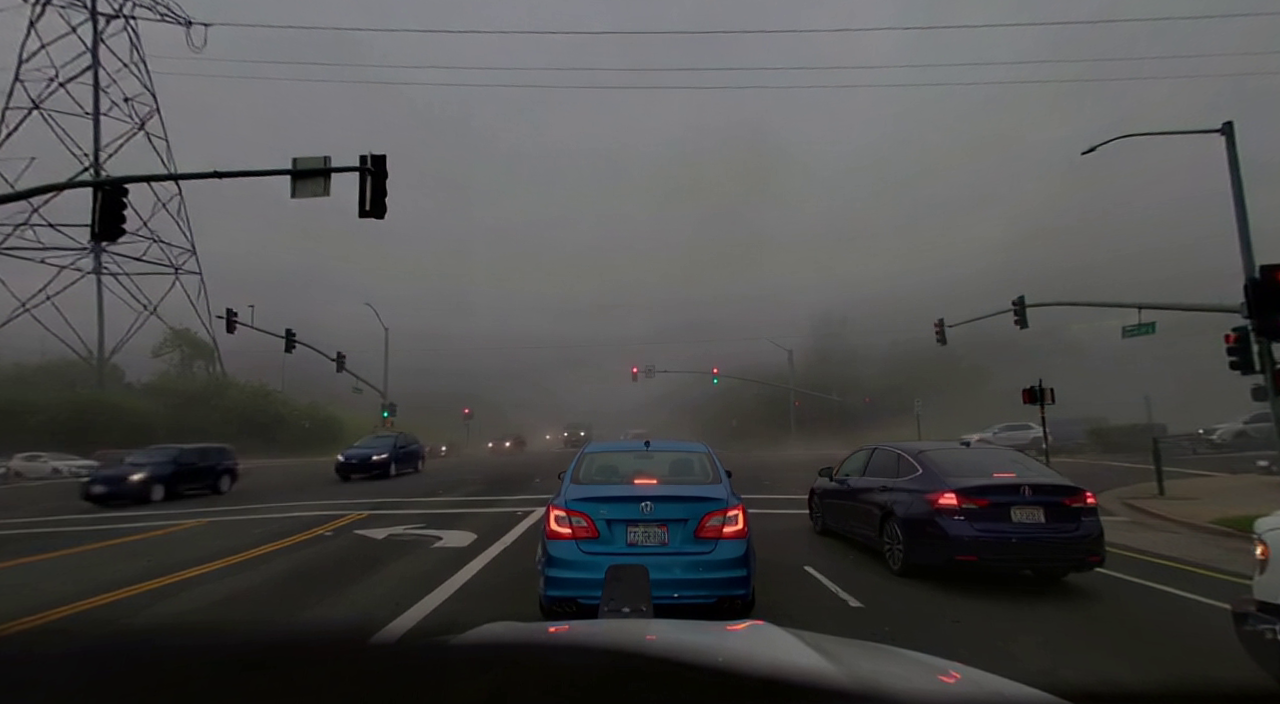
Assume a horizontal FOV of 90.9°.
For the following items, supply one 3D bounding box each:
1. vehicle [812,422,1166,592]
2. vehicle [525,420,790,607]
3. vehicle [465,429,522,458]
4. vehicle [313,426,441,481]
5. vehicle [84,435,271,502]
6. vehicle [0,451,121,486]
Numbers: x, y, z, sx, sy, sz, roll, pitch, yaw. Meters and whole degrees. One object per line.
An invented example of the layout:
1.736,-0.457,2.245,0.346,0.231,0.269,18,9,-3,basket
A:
3.667,1.679,7.715,1.835,1.473,4.190,0,-8,-1,vehicle
0.126,1.593,7.126,2.117,1.474,4.036,0,-8,0,vehicle
-9.405,5.945,40.995,2.239,1.719,4.948,-1,-8,4,vehicle
-9.772,3.855,24.103,2.161,1.818,5.672,-1,-8,3,vehicle
-13.474,3.393,18.850,1.939,1.727,4.695,0,-8,1,vehicle
-25.881,5.114,27.785,4.263,1.464,1.895,0,-8,-1,vehicle
